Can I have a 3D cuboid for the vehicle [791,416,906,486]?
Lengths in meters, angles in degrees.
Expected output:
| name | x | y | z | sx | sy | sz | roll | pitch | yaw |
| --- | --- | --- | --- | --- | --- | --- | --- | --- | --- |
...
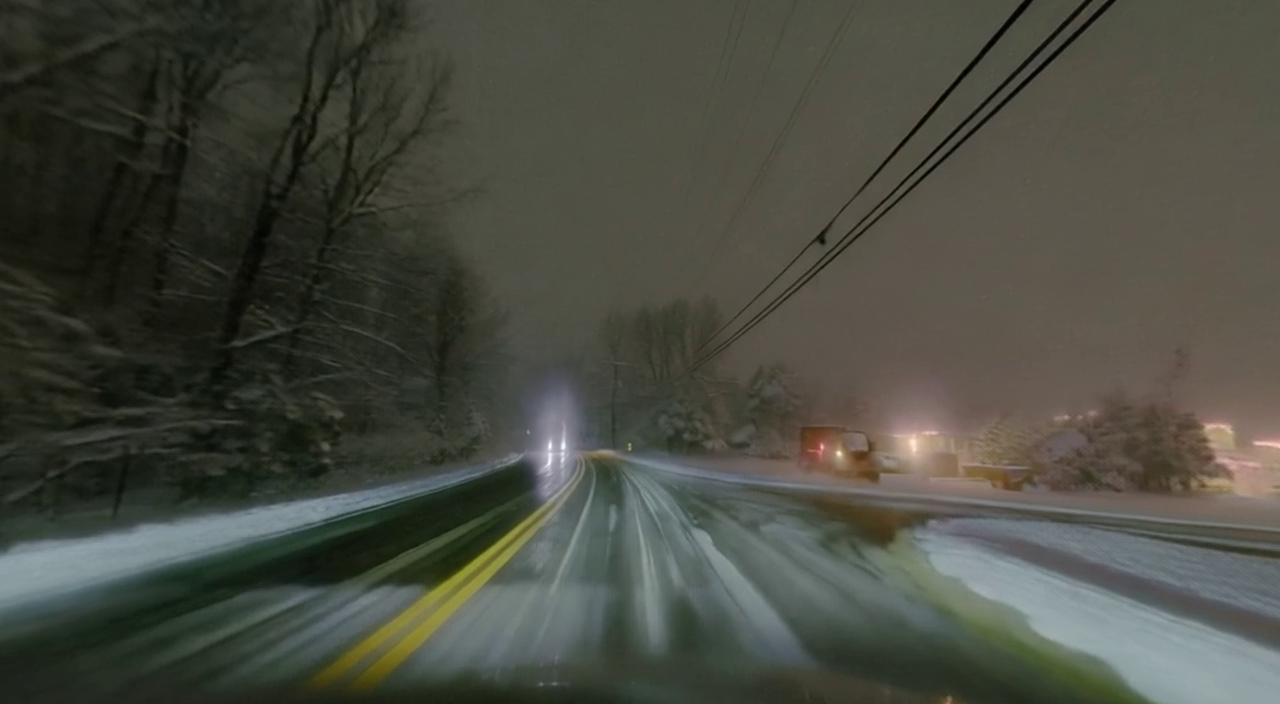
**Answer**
| name | x | y | z | sx | sy | sz | roll | pitch | yaw |
| --- | --- | --- | --- | --- | --- | --- | --- | --- | --- |
| vehicle | 12.038 | 5.718 | 36.522 | 5.297 | 3.064 | 2.935 | 11 | -8 | -16 |
